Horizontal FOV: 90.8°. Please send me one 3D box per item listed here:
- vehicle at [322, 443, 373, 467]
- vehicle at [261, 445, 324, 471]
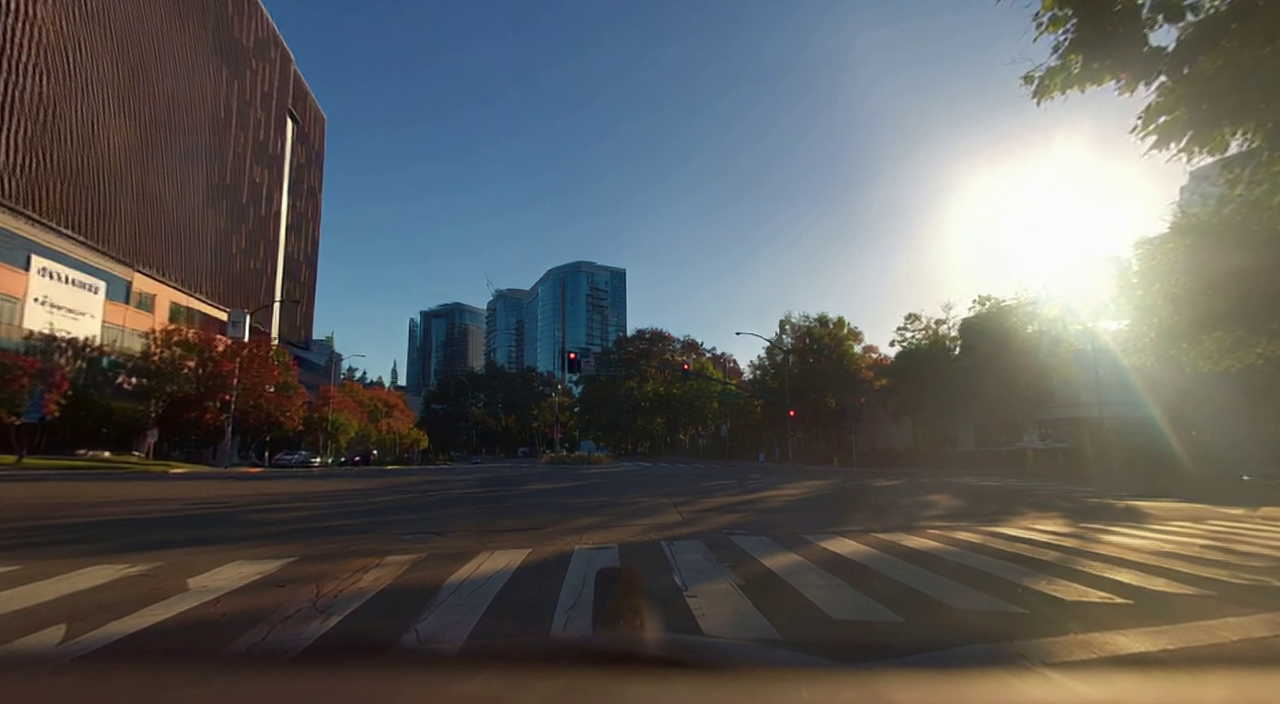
[{"bbox_3d":[-22.398,7.912,48.601,2.023,1.706,4.756,1,-8,-6],"label":"vehicle"},{"bbox_3d":[-21.837,6.660,39.869,2.005,1.496,4.020,1,-8,-7],"label":"vehicle"}]
